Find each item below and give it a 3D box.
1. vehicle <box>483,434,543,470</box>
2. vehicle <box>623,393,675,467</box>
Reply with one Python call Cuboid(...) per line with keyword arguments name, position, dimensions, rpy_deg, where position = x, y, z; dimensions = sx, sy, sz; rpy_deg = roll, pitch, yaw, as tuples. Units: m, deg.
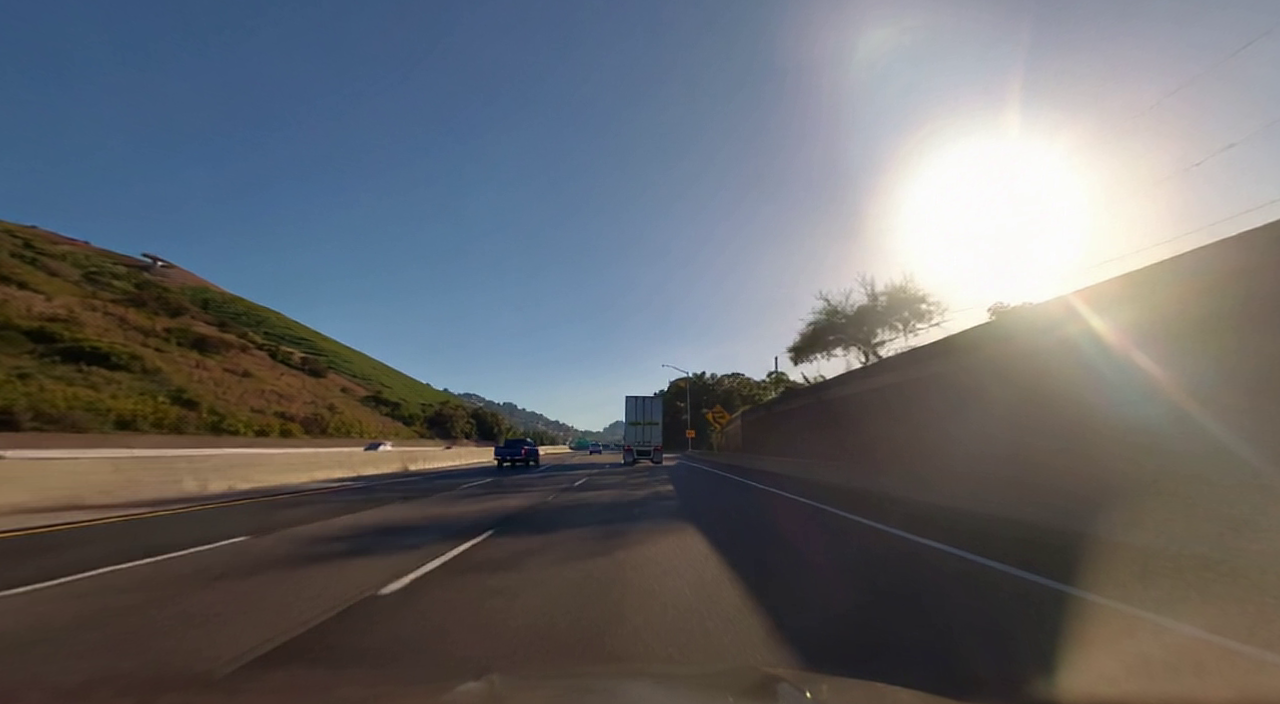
Cuboid(name="vehicle", position=(-6.994, 5.566, 35.434), dimensions=(2.113, 1.837, 5.339), rpy_deg=(0, -8, 1))
Cuboid(name="vehicle", position=(0.578, 5.610, 44.159), dimensions=(2.951, 4.229, 15.519), rpy_deg=(0, -8, 0))
